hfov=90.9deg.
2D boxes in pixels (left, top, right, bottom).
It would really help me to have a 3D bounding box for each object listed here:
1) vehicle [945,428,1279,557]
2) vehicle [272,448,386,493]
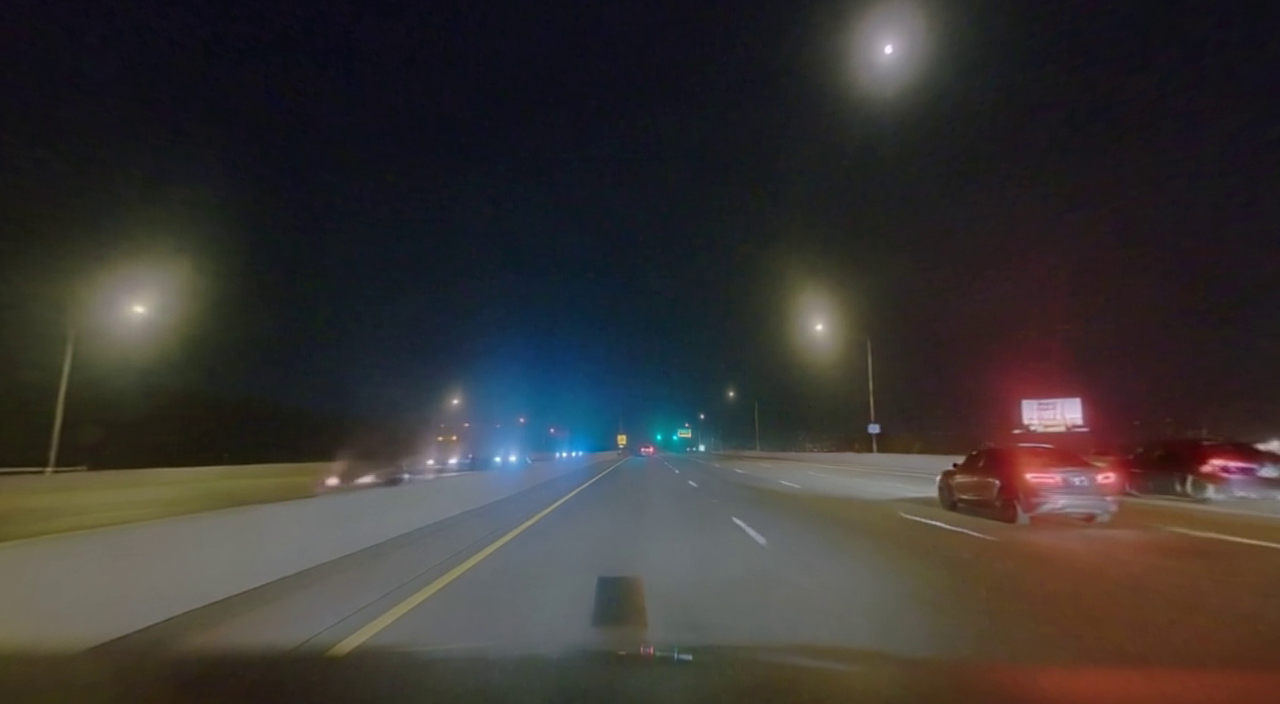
[{"bbox_3d":[7.168,2.047,10.085,2.093,1.525,4.865,0,-8,0],"label":"vehicle"},{"bbox_3d":[-11.517,4.394,23.764,1.959,1.480,4.361,-1,-8,2],"label":"vehicle"}]
